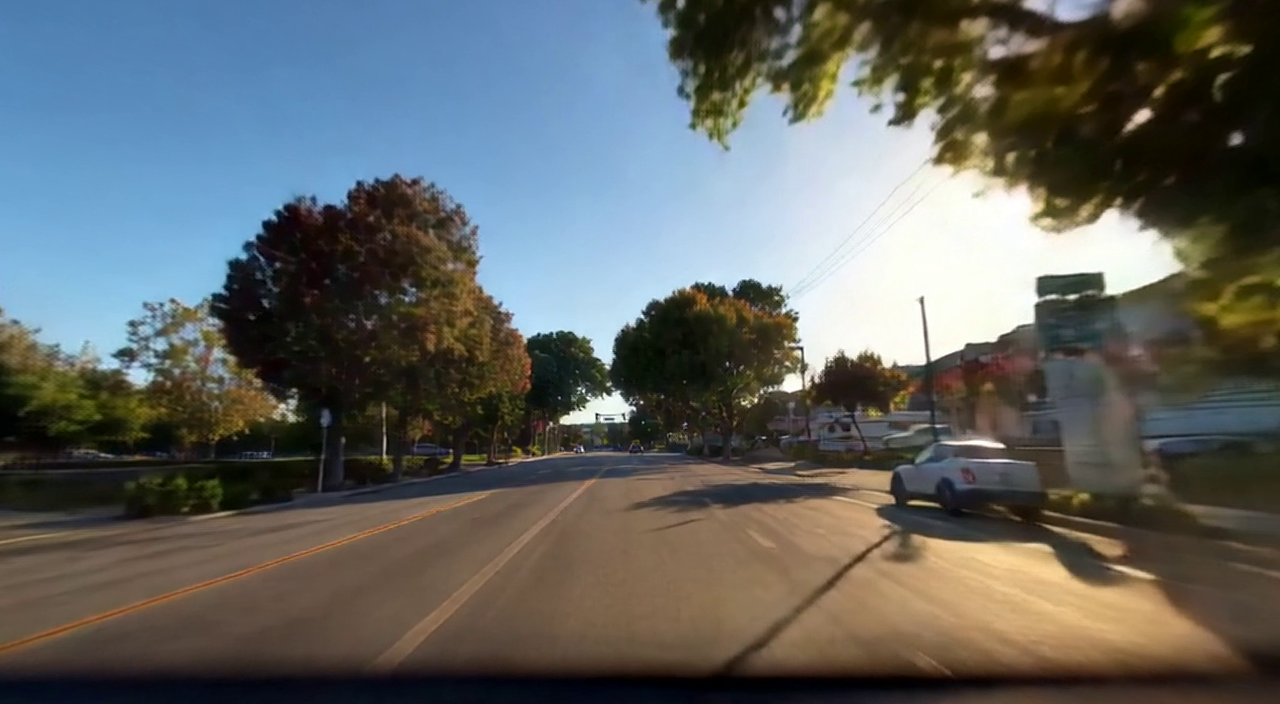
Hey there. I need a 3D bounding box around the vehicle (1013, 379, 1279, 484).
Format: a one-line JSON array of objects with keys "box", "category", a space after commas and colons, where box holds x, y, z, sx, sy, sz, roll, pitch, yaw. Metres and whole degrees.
[{"box": [17.087, 2.554, 20.321, 8.016, 2.965, 3.192, -1, -8, 0], "category": "vehicle"}]

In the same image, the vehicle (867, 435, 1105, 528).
[{"box": [6.323, 2.394, 12.278, 1.993, 1.461, 4.269, 0, -9, -4], "category": "vehicle"}]
